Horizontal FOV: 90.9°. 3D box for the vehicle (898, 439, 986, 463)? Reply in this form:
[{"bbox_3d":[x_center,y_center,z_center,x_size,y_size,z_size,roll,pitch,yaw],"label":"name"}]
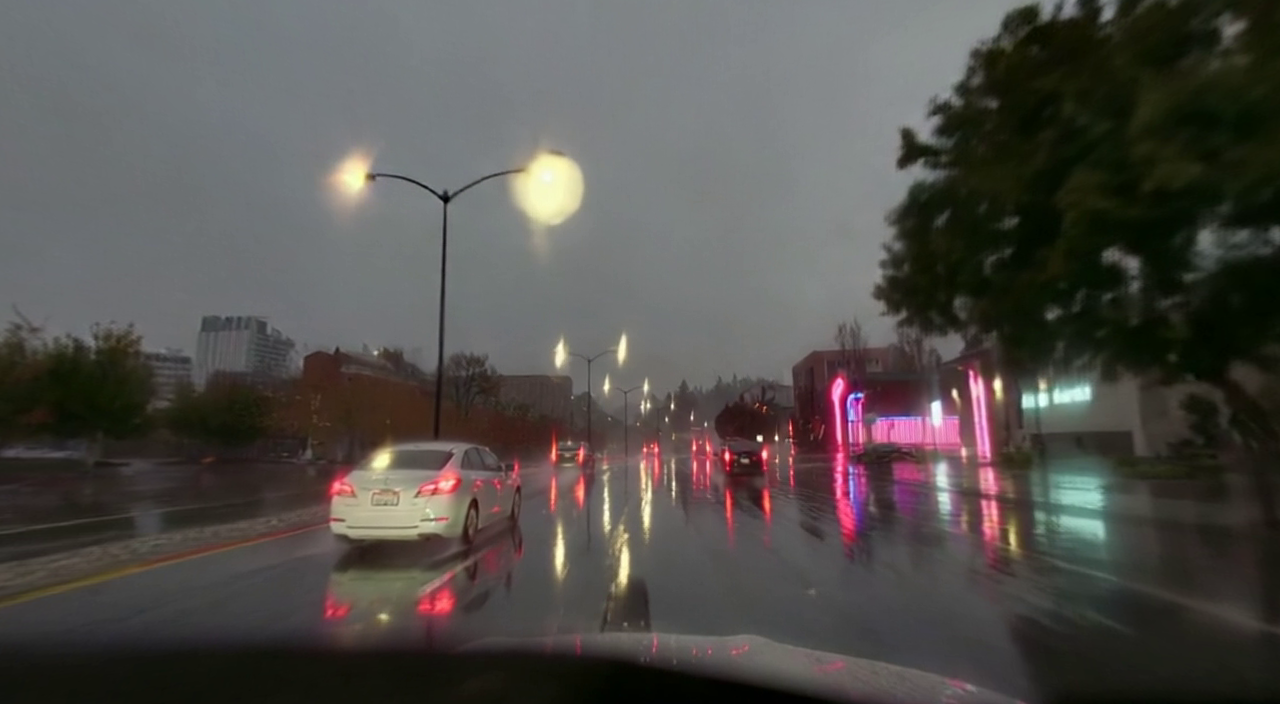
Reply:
[{"bbox_3d":[19.231,6.333,40.260,4.502,1.454,2.129,0,-9,0],"label":"vehicle"}]

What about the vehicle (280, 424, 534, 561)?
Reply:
[{"bbox_3d":[-3.084,1.969,9.595,2.118,1.568,4.436,0,-8,1],"label":"vehicle"}]

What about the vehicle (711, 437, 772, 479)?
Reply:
[{"bbox_3d":[4.503,4.771,28.629,2.103,1.699,4.171,0,-8,0],"label":"vehicle"}]

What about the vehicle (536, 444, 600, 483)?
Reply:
[{"bbox_3d":[-2.859,4.534,26.034,1.980,1.454,4.226,-1,-8,2],"label":"vehicle"}]
